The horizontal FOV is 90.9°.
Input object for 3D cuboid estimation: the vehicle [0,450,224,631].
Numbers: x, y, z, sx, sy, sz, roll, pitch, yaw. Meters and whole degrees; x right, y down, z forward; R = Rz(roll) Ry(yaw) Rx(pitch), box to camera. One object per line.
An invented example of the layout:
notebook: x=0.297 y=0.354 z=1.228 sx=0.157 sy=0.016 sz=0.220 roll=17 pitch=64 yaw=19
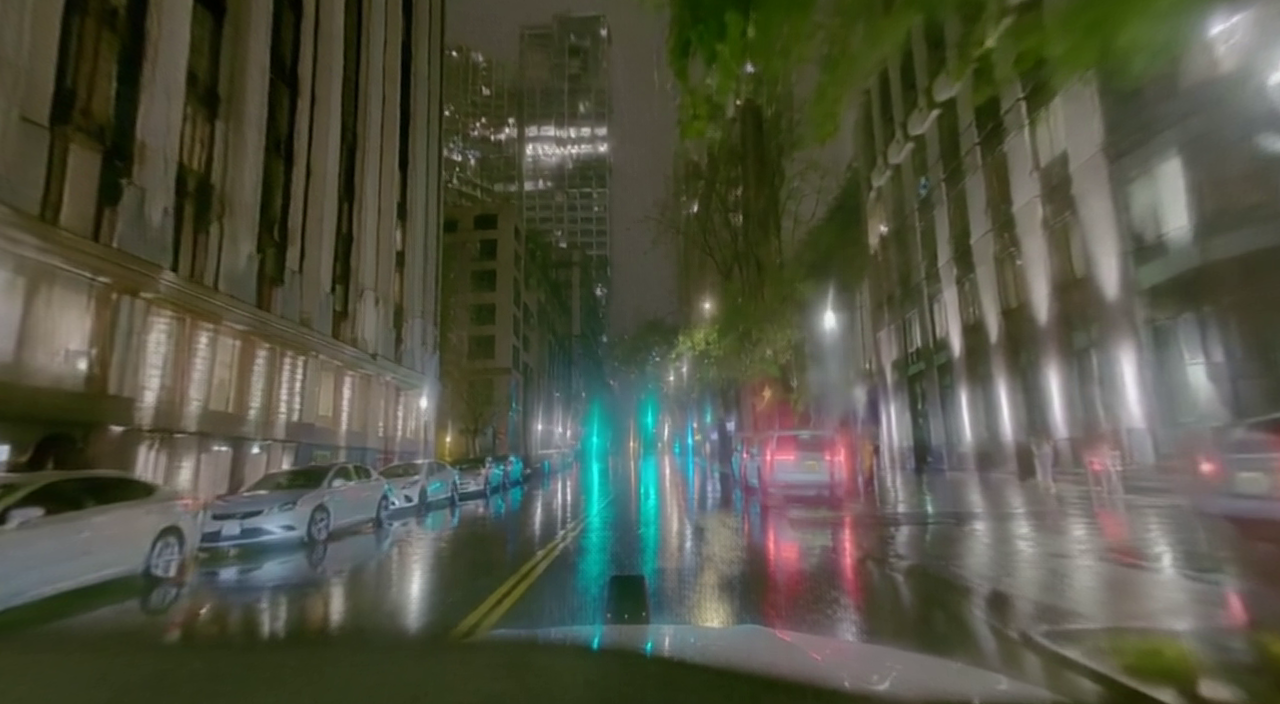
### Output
vehicle: x=-6.918 y=1.893 z=6.530 sx=2.123 sy=1.596 sz=4.659 roll=-2 pitch=-8 yaw=-1

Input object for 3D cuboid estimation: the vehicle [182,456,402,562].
vehicle: x=-6.700 y=3.003 z=12.911 sx=1.944 sy=1.574 sz=4.717 roll=-2 pitch=-8 yaw=-1

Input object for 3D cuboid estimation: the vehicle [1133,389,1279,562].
vehicle: x=9.393 y=1.414 z=7.598 sx=4.772 sy=1.876 sz=2.400 roll=-1 pitch=-9 yaw=1

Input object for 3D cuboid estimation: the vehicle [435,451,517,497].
vehicle: x=-6.295 y=4.705 z=24.726 sx=2.110 sy=1.498 sz=4.555 roll=-2 pitch=-8 yaw=-1

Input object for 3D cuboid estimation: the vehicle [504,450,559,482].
vehicle: x=-5.945 y=6.274 z=35.084 sx=2.270 sy=1.539 sz=4.855 roll=-2 pitch=-8 yaw=-1

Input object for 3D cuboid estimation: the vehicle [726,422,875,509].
vehicle: x=4.292 y=3.183 z=18.287 sx=2.568 sy=2.001 sz=5.999 roll=-2 pitch=-8 yaw=-1
